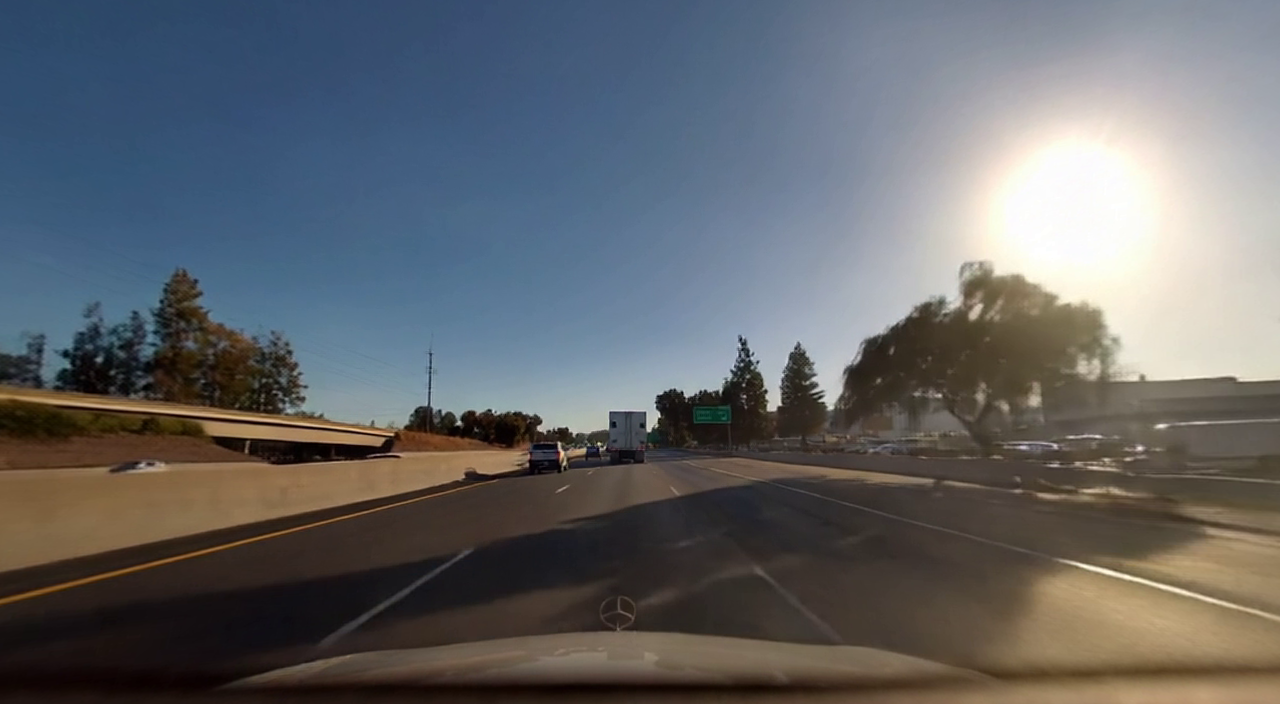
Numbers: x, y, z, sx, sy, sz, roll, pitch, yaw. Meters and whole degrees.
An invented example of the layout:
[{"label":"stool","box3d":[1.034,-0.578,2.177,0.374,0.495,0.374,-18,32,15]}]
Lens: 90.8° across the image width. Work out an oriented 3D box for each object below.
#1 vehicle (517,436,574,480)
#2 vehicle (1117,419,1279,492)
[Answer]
[{"label":"vehicle","box3d":[-4.471,5.093,30.669,2.095,1.930,4.680,0,-9,0]},{"label":"vehicle","box3d":[29.608,5.061,31.115,3.185,3.246,9.903,2,-9,-11]}]
